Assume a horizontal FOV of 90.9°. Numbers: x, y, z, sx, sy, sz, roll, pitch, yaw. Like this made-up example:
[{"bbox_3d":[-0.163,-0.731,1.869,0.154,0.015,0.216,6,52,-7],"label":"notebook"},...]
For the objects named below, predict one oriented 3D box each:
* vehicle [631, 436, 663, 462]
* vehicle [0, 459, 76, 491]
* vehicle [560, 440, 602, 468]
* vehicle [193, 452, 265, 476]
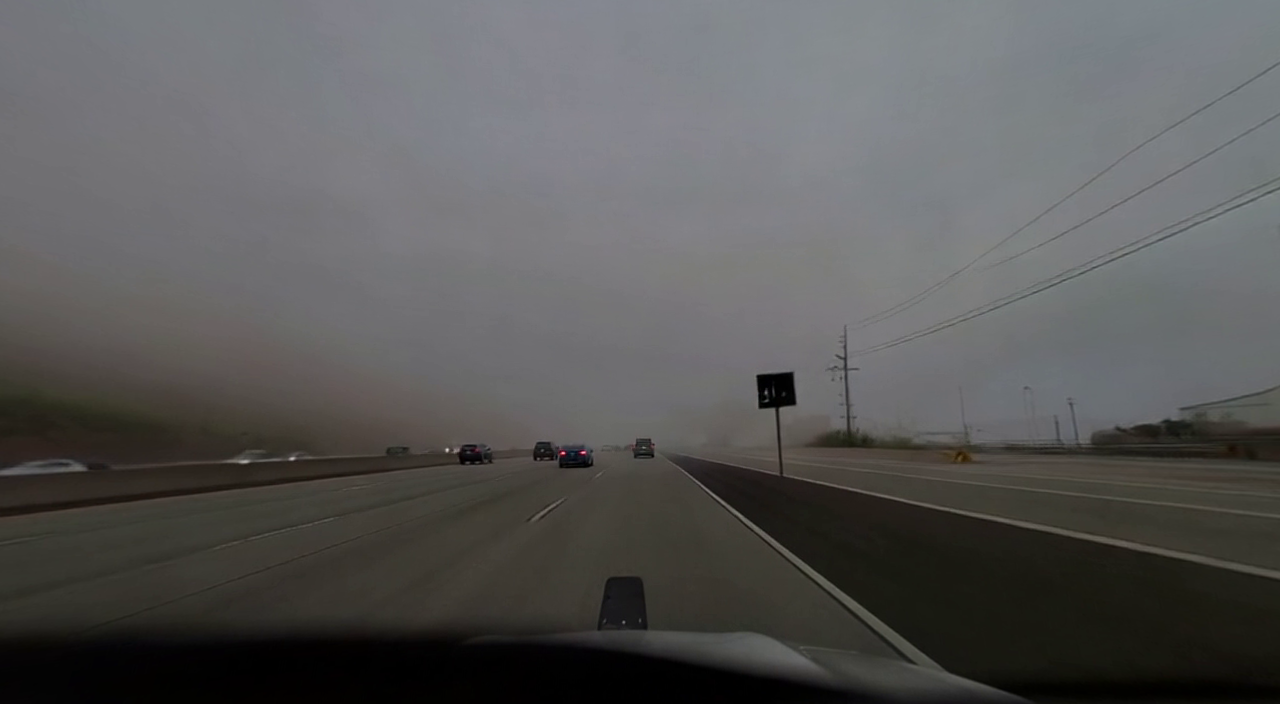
[{"bbox_3d":[0.448,6.921,45.221,2.194,1.737,4.127,0,-8,-1],"label":"vehicle"},{"bbox_3d":[-31.938,6.285,32.356,1.874,1.440,4.364,0,-8,0],"label":"vehicle"},{"bbox_3d":[-3.316,5.844,36.403,1.967,1.517,4.808,0,-8,0],"label":"vehicle"},{"bbox_3d":[-27.544,7.501,42.453,1.791,1.439,4.406,-1,-8,1],"label":"vehicle"}]
